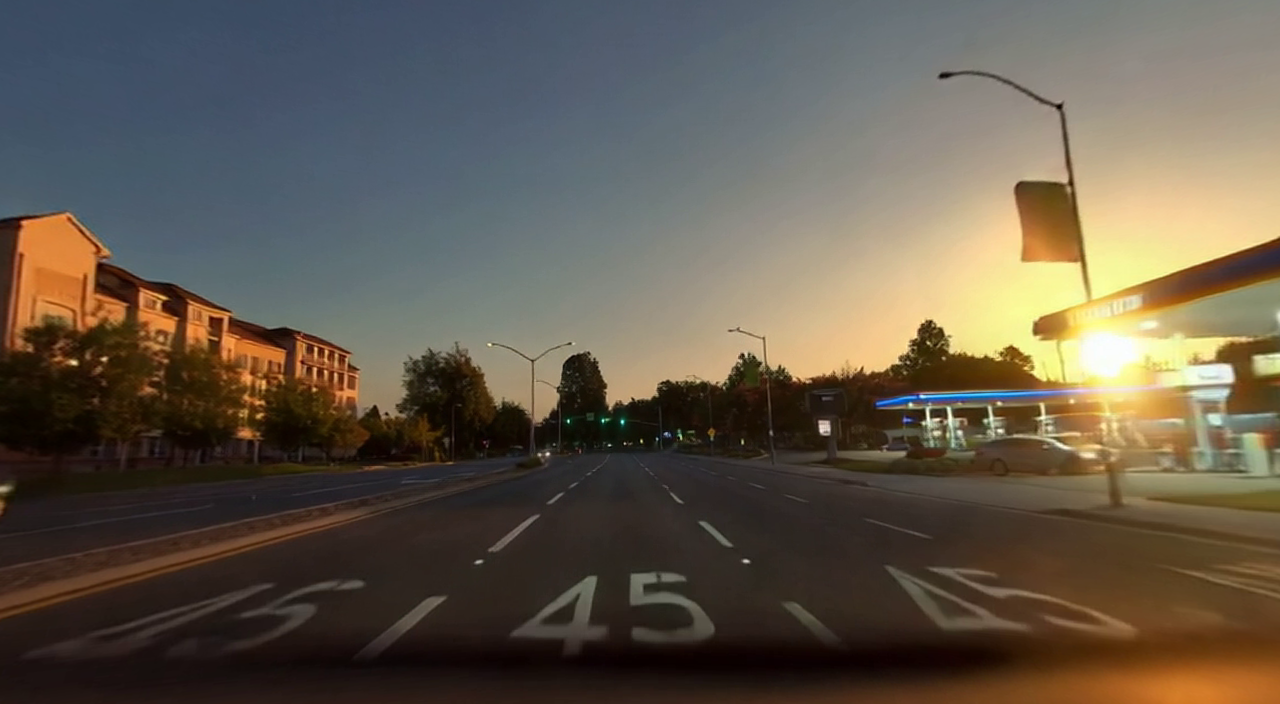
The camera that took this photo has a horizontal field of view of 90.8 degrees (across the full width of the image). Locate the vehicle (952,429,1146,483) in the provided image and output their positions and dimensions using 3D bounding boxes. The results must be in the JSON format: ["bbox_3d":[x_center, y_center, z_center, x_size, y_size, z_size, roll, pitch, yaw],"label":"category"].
[{"bbox_3d":[12.399,3.181,19.376,4.548,1.568,1.953,0,-9,-2],"label":"vehicle"}]
